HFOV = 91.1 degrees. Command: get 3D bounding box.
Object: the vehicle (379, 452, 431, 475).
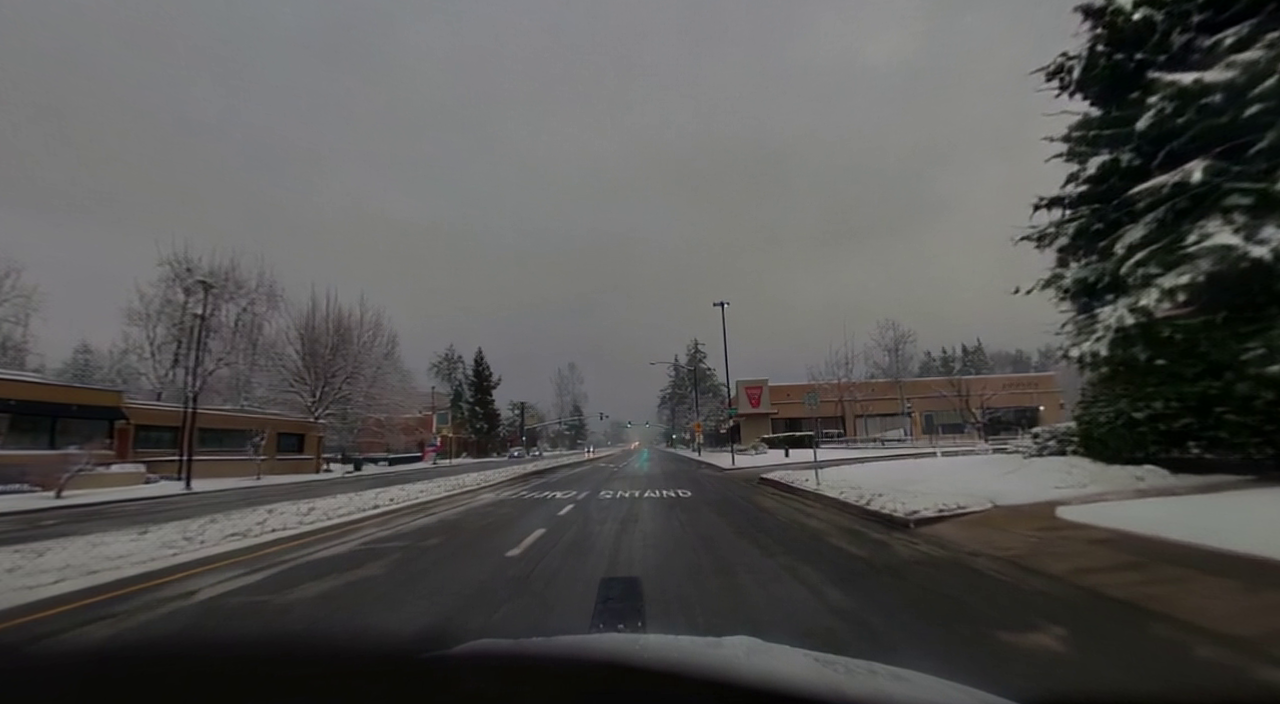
[{"bbox_3d":[-17.089,8.092,45.842,1.861,1.541,4.530,0,-9,2],"label":"vehicle"}]
